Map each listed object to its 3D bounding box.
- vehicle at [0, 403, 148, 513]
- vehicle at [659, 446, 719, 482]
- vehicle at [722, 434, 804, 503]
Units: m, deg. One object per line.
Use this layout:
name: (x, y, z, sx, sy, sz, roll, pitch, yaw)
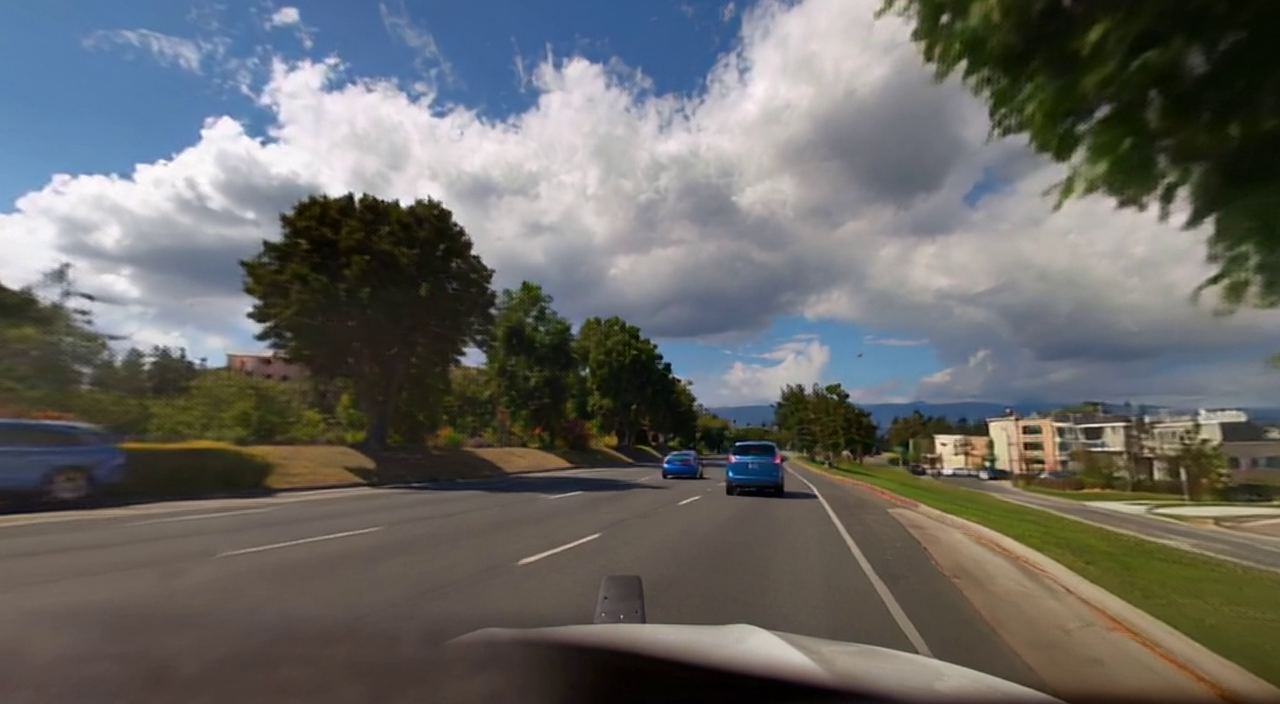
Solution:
vehicle: (-11.629, 1.805, 10.848, 1.973, 1.826, 4.538, -2, -9, 17)
vehicle: (2.474, 5.361, 30.657, 2.123, 1.592, 4.505, -2, -9, 15)
vehicle: (3.894, 3.491, 19.440, 2.125, 1.830, 4.370, -2, -9, 15)
